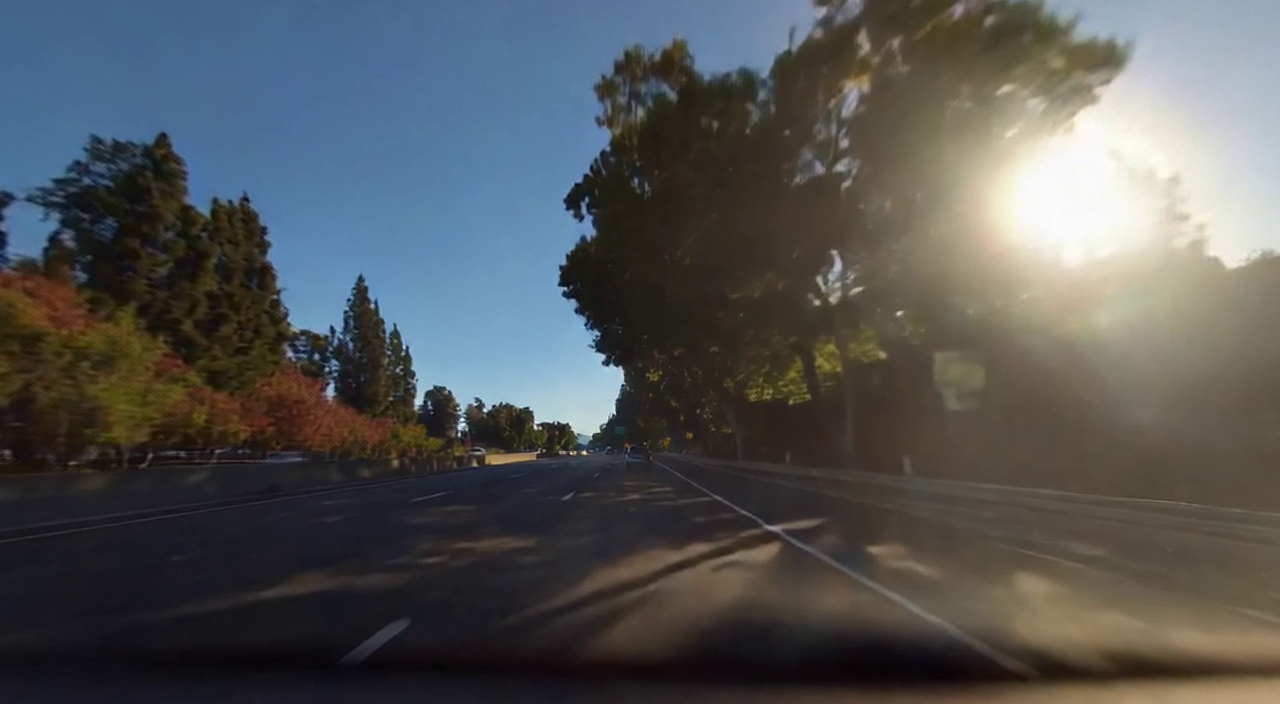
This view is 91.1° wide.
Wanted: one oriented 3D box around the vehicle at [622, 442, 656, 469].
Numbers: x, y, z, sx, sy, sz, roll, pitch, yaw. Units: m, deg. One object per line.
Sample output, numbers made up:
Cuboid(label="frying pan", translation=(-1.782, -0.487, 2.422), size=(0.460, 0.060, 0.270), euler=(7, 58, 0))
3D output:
Cuboid(label="vehicle", translation=(-0.107, 6.818, 41.511), size=(2.120, 1.715, 4.153), euler=(0, -9, -1))
